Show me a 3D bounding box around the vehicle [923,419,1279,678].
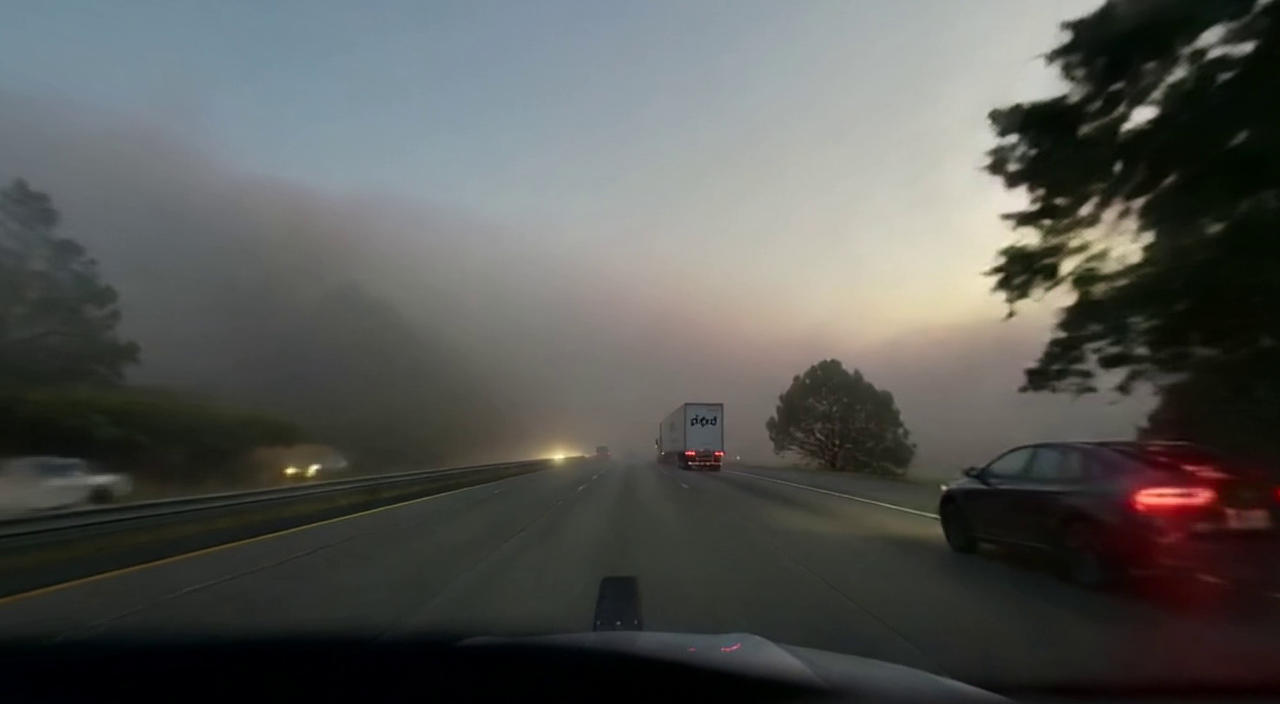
[{"bbox_3d":[4.396,1.430,5.594,1.910,1.474,3.776,0,-9,-1],"label":"vehicle"}]

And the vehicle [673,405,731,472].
[{"bbox_3d":[3.890,5.758,41.497,2.856,3.933,8.334,0,-9,-1],"label":"vehicle"}]

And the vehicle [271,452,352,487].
[{"bbox_3d":[-16.472,5.852,31.744,1.879,1.607,4.218,0,-9,-2],"label":"vehicle"}]
